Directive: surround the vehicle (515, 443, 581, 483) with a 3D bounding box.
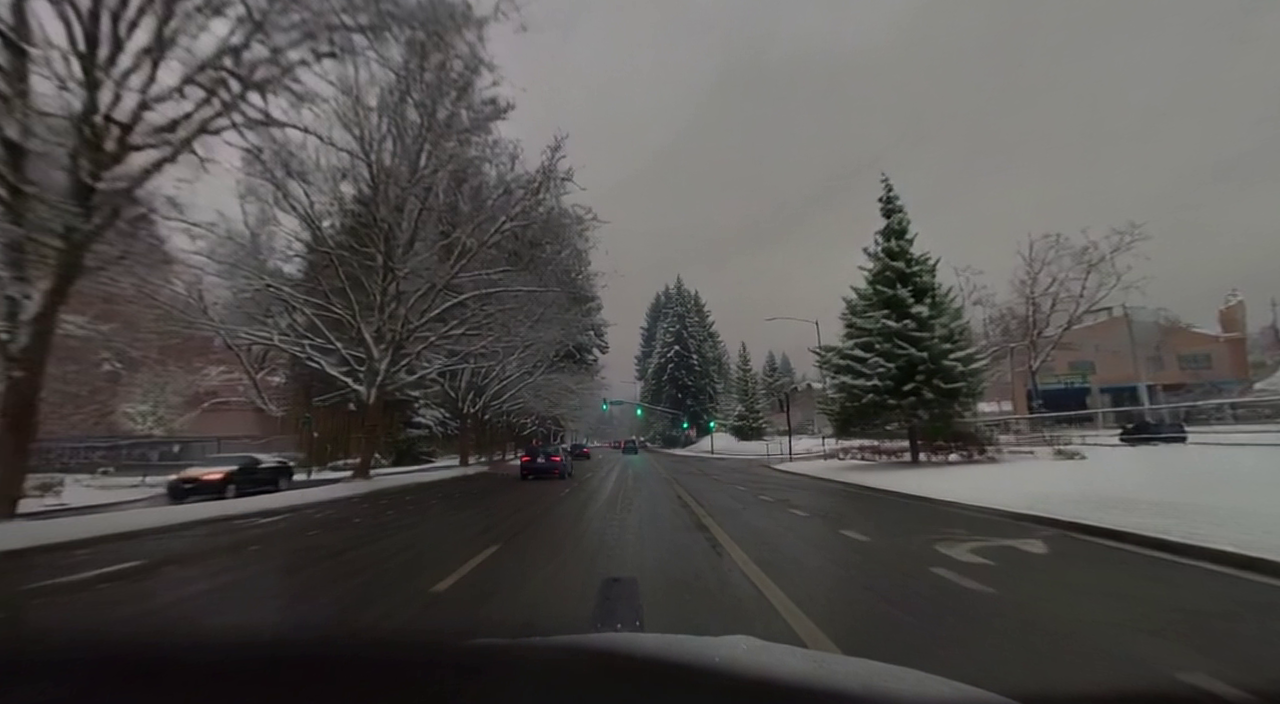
[{"bbox_3d":[-3.564,4.379,25.268,1.932,1.431,4.144,0,-9,1],"label":"vehicle"}]

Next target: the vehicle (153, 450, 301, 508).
[{"bbox_3d":[-14.589,4.466,22.769,2.070,1.782,4.735,0,-9,1],"label":"vehicle"}]

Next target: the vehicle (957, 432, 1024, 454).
[{"bbox_3d":[27.183,7.071,49.151,4.031,1.620,1.885,-1,-9,8],"label":"vehicle"}]
